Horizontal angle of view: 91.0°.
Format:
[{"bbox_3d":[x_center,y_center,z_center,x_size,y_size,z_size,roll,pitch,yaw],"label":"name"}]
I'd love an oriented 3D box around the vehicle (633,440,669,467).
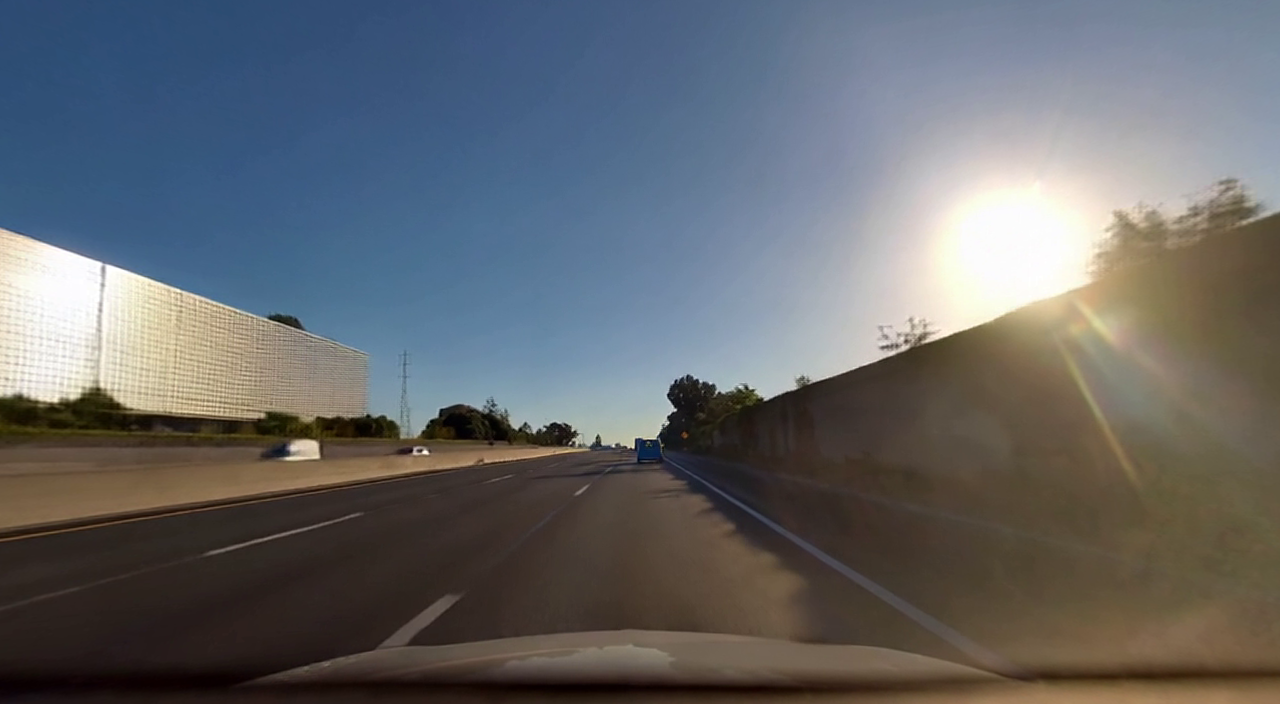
[{"bbox_3d":[0.607,5.916,36.813,1.997,1.484,3.409,0,-8,0],"label":"vehicle"}]
